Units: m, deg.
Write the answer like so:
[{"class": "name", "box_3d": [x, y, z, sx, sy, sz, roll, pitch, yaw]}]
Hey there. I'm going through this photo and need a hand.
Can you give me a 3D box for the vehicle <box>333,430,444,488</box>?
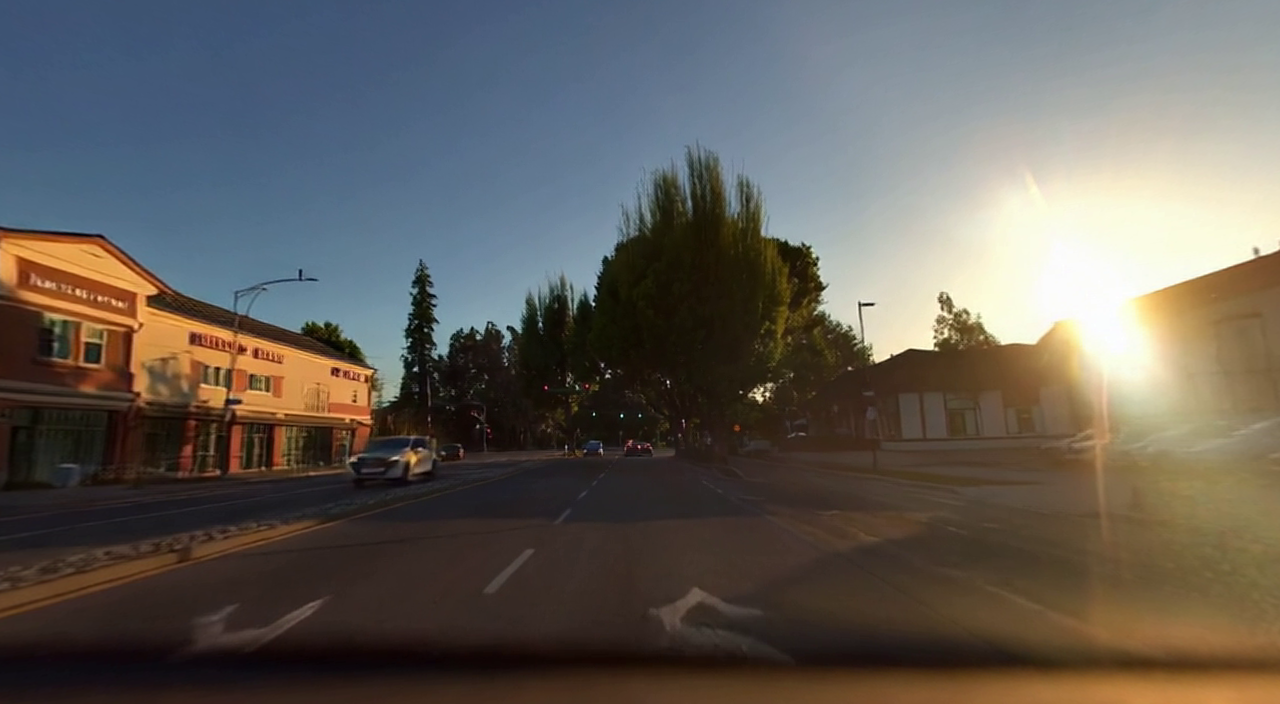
[{"class": "vehicle", "box_3d": [-8.695, 3.732, 22.331, 2.149, 1.793, 4.468, 0, -8, -1]}]
